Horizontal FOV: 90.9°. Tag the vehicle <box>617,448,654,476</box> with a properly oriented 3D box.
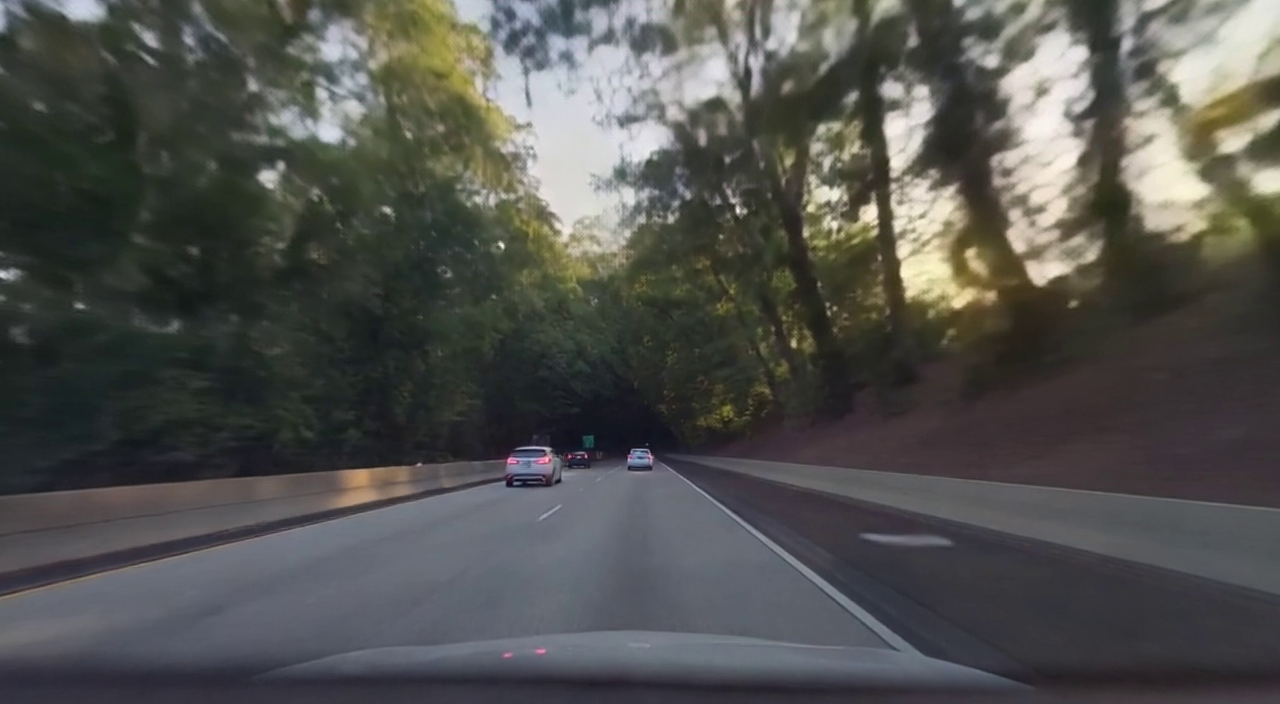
[{"bbox_3d":[-0.241,6.163,35.474,2.001,1.490,3.914,0,-9,0],"label":"vehicle"}]

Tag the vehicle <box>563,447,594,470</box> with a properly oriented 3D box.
[{"bbox_3d":[-4.493,7.846,46.467,1.834,1.615,3.624,0,-9,1],"label":"vehicle"}]

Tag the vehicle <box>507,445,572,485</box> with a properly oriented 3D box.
[{"bbox_3d":[-4.099,4.688,26.323,1.978,1.538,3.755,0,-9,1],"label":"vehicle"}]

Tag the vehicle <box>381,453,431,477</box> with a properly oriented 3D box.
[{"bbox_3d":[-16.065,7.742,43.522,1.705,1.552,4.338,0,-9,1],"label":"vehicle"}]
